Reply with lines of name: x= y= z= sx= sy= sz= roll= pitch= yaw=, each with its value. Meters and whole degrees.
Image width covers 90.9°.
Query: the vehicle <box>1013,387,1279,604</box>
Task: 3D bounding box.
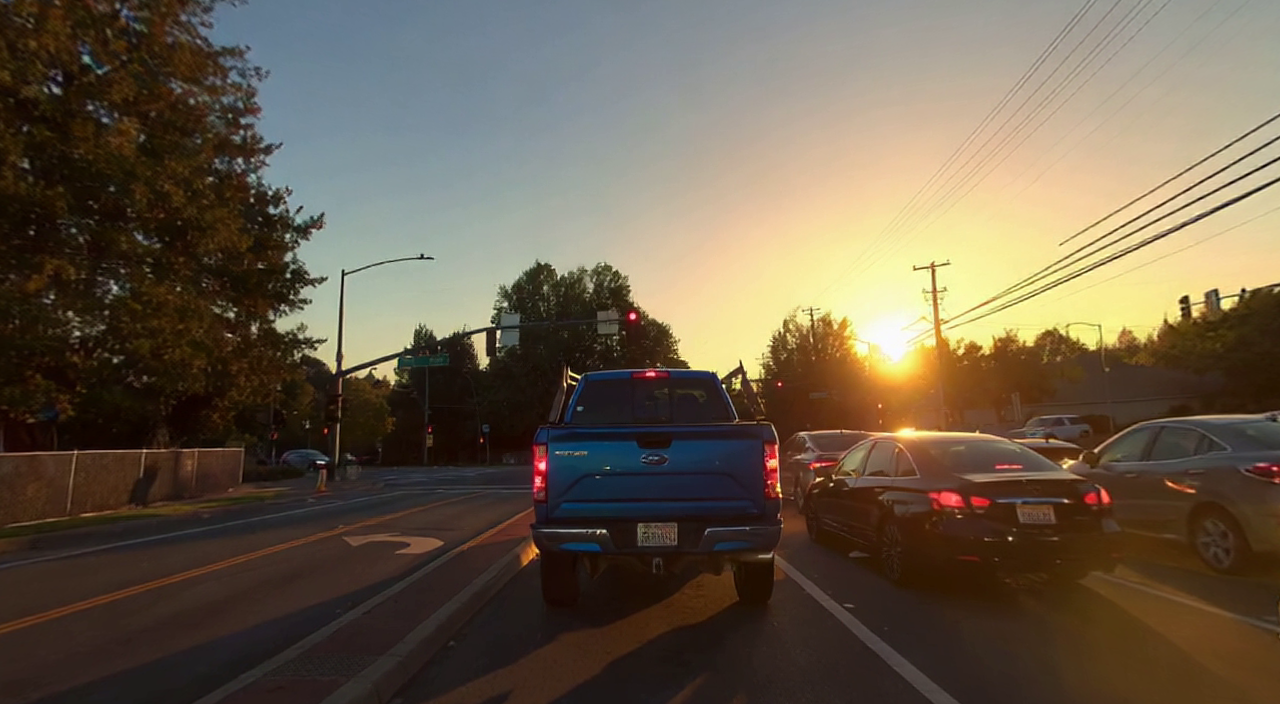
vehicle: x=6.155 y=1.366 z=6.471 sx=1.982 sy=1.727 sz=4.352 roll=0 pitch=-8 yaw=1

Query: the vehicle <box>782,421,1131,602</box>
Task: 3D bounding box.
vehicle: x=3.117 y=1.638 z=7.375 sx=1.993 sy=1.495 sz=4.060 roll=0 pitch=-8 yaw=1

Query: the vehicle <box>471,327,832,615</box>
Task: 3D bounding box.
vehicle: x=0.120 y=1.375 z=8.143 sx=2.831 sy=2.284 sz=6.149 roll=0 pitch=-8 yaw=1
